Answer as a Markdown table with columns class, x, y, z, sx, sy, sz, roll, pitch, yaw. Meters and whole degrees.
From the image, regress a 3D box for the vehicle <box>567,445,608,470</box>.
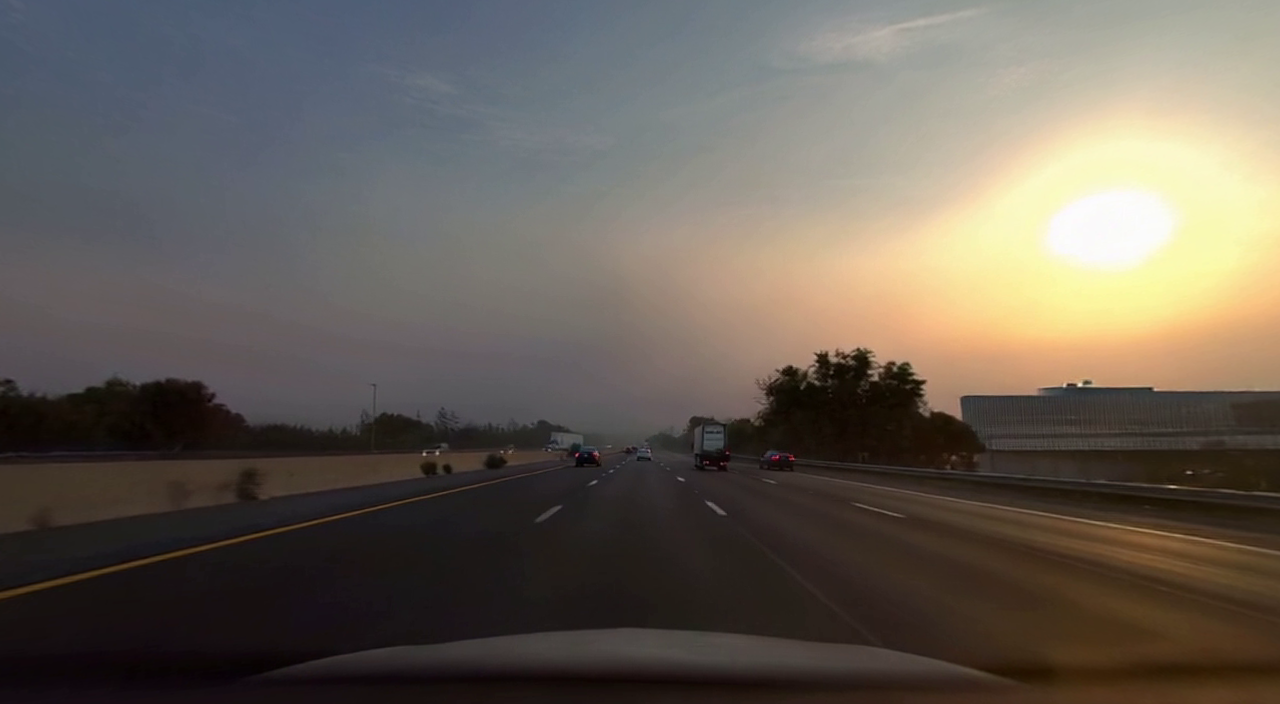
| class | x | y | z | sx | sy | sz | roll | pitch | yaw |
| --- | --- | --- | --- | --- | --- | --- | --- | --- | --- |
| vehicle | -3.359 | 6.890 | 41.400 | 2.164 | 1.507 | 4.748 | 0 | -9 | 1 |

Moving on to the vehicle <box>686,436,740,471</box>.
| class | x | y | z | sx | sy | sz | roll | pitch | yaw |
| --- | --- | --- | --- | --- | --- | --- | --- | --- | --- |
| vehicle | 4.466 | 6.377 | 39.611 | 2.770 | 1.990 | 5.755 | 0 | -9 | 1 |

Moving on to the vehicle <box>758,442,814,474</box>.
| class | x | y | z | sx | sy | sz | roll | pitch | yaw |
| --- | --- | --- | --- | --- | --- | --- | --- | --- | --- |
| vehicle | 8.382 | 6.129 | 36.614 | 2.188 | 1.727 | 4.381 | 0 | -9 | 0 |
